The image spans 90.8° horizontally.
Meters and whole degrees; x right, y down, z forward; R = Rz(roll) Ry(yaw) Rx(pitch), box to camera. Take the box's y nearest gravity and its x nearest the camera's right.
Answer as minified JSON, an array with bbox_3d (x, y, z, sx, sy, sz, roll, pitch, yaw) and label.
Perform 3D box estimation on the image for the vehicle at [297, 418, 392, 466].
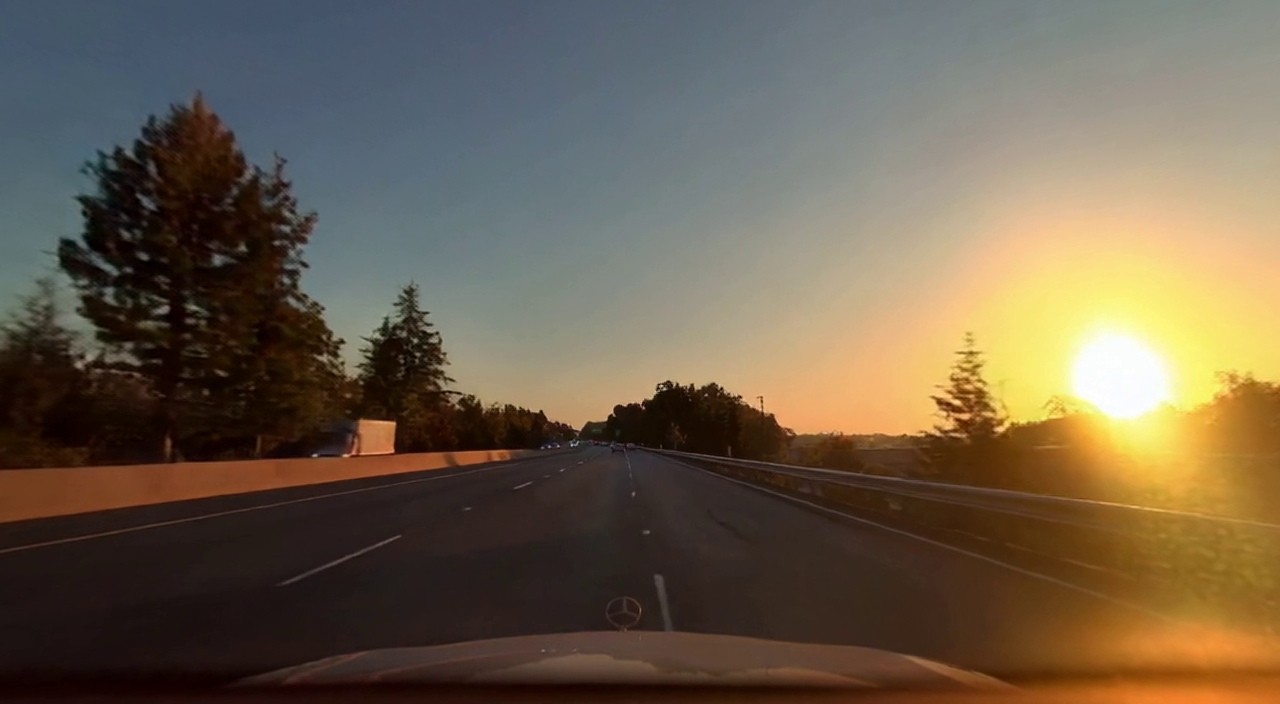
[{"bbox_3d":[-19.339,6.047,41.916,2.729,2.892,7.831,0,-9,-2],"label":"vehicle"}]
